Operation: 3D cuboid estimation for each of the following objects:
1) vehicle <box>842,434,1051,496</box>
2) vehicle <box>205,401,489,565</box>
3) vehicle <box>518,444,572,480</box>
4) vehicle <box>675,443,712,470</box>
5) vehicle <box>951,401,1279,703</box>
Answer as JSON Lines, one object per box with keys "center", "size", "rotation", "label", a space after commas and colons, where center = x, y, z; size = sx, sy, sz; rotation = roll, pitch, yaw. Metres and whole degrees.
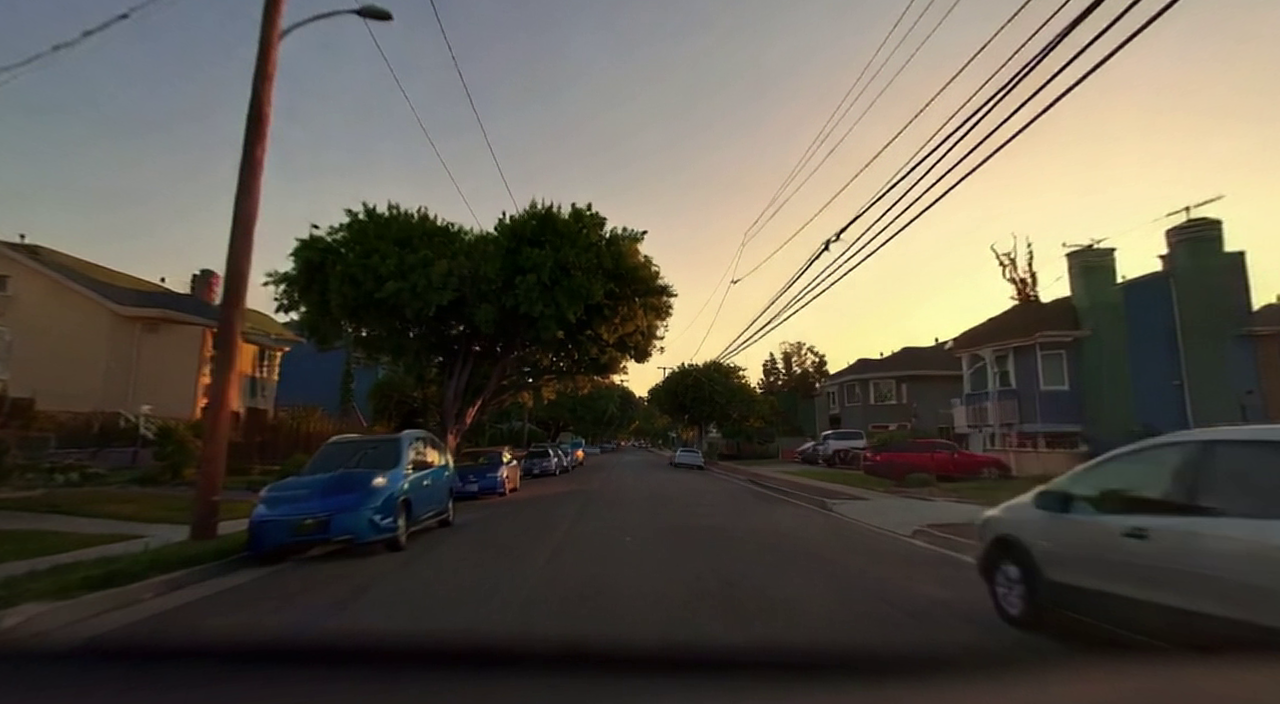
{"center": [8.021, 2.972, 16.836], "size": [4.594, 1.512, 1.824], "rotation": [0, -8, -2], "label": "vehicle"}
{"center": [-4.011, 1.898, 9.927], "size": [2.057, 1.887, 5.053], "rotation": [0, -8, -1], "label": "vehicle"}
{"center": [-4.238, 4.944, 28.749], "size": [1.745, 1.490, 4.304], "rotation": [0, -8, 0], "label": "vehicle"}
{"center": [3.234, 6.397, 38.809], "size": [1.916, 1.587, 3.986], "rotation": [0, -9, 0], "label": "vehicle"}
{"center": [3.539, 1.009, 2.770], "size": [2.019, 1.536, 4.405], "rotation": [0, -9, -1], "label": "vehicle"}
